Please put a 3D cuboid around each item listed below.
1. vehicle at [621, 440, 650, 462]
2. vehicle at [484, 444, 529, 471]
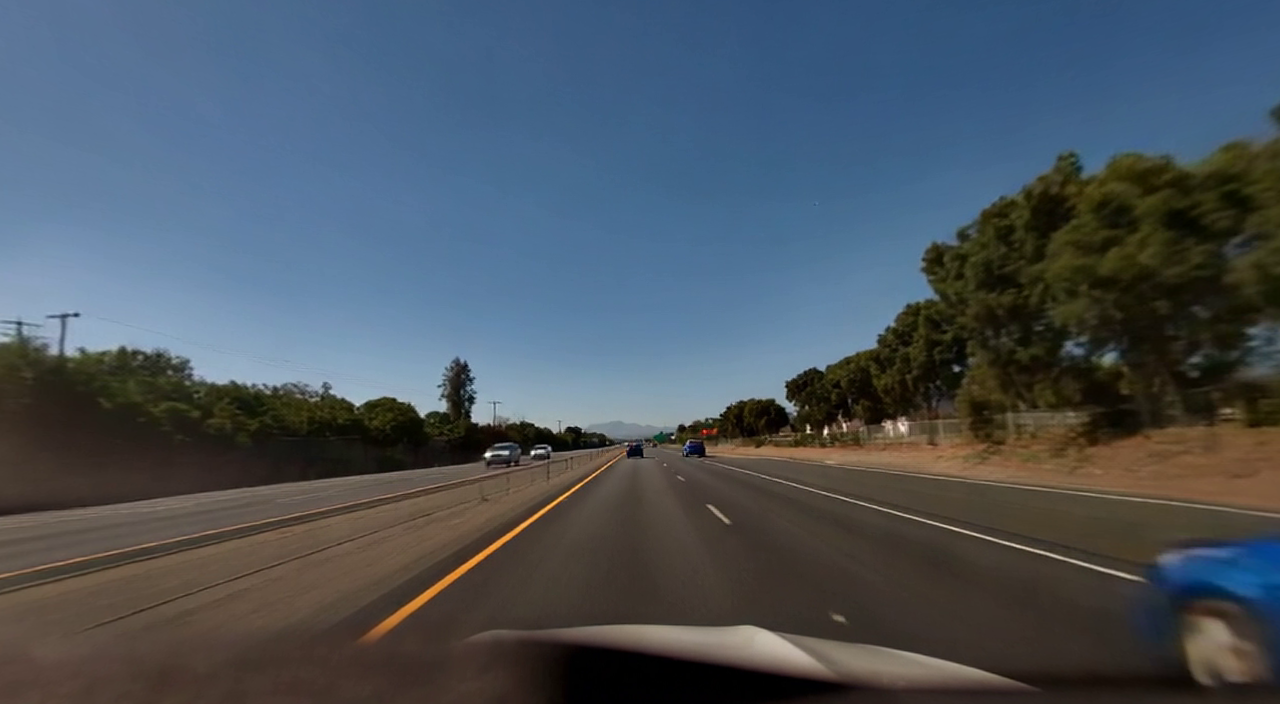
[{"bbox_3d":[-0.297,7.225,46.102,2.009,1.554,4.013,0,-8,0],"label":"vehicle"},{"bbox_3d":[-7.800,6.168,37.055,1.776,1.494,3.837,0,-8,1],"label":"vehicle"}]
